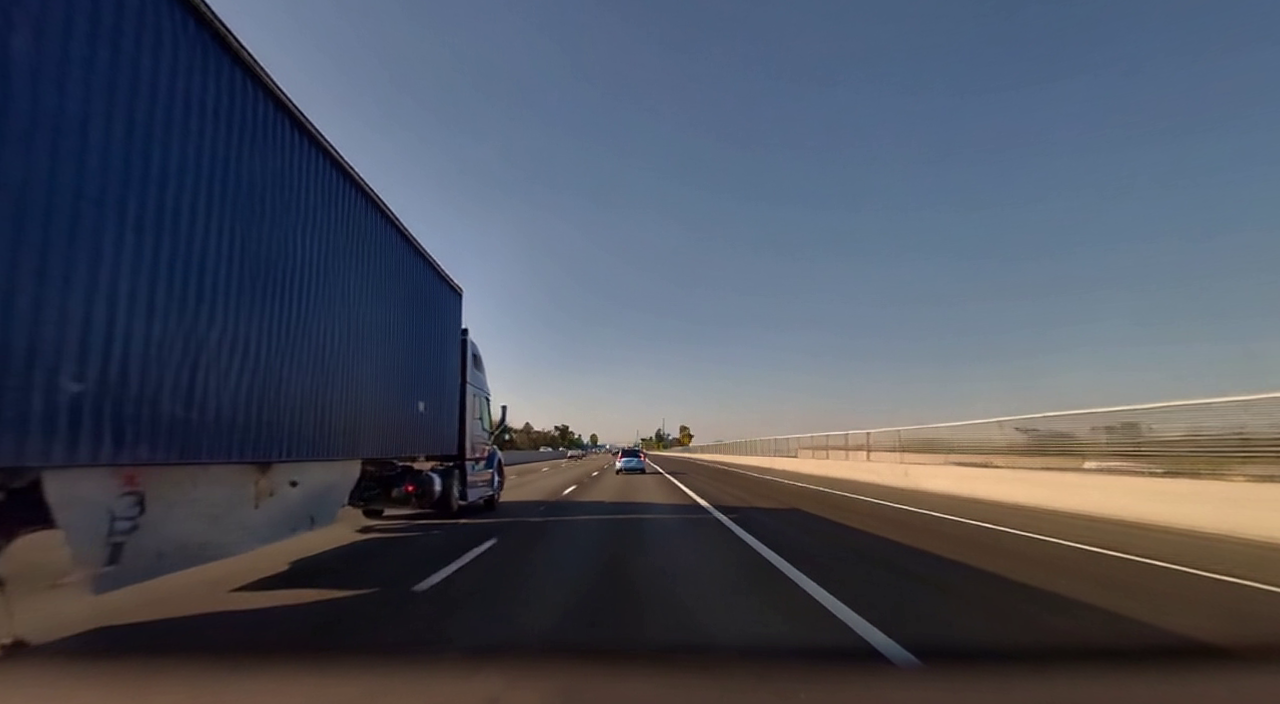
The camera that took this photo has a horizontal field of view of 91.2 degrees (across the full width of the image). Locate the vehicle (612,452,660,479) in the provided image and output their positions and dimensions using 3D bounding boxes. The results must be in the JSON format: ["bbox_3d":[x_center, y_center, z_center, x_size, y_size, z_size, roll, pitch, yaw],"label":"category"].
[{"bbox_3d":[-0.248,6.198,34.551,2.398,1.336,5.698,0,-9,-1],"label":"vehicle"}]

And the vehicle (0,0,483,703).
[{"bbox_3d":[-3.994,-0.136,2.909,2.914,4.039,14.493,0,-9,0],"label":"vehicle"}]
